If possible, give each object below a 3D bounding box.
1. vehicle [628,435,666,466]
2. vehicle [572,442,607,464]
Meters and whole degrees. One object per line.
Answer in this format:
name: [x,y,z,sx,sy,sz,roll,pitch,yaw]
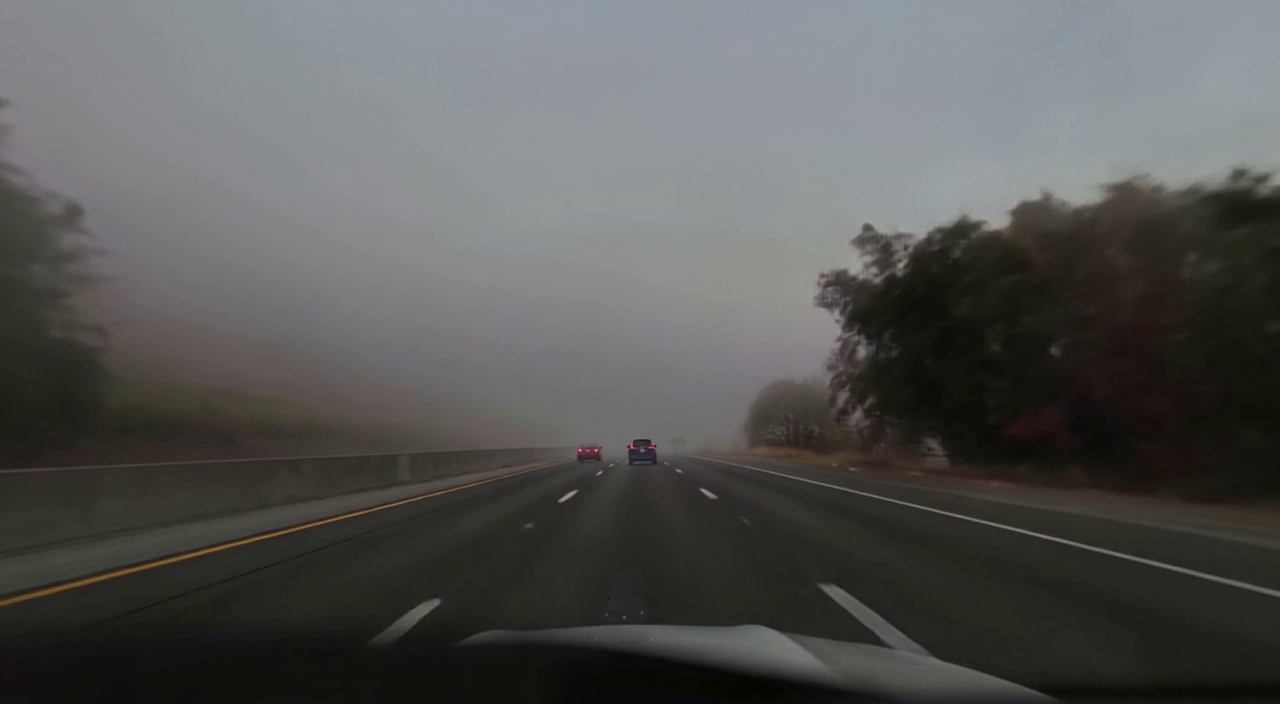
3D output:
vehicle: [0.415,6.256,40.061,2.272,1.836,4.866,0,-8,0]
vehicle: [-3.537,7.188,45.015,2.082,1.485,4.237,0,-8,1]
